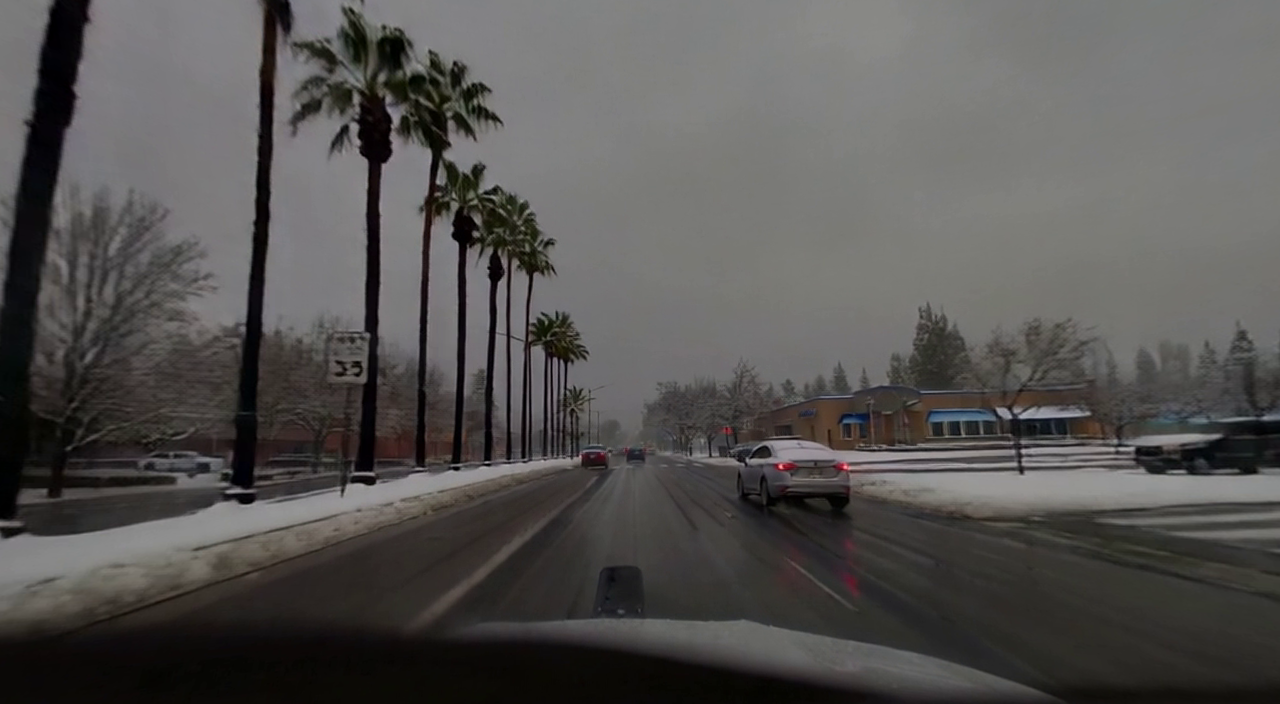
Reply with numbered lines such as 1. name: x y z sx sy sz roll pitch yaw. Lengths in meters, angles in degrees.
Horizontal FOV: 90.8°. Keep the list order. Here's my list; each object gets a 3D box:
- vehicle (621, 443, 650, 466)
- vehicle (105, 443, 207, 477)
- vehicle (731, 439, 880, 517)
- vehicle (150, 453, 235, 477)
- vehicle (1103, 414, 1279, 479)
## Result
1. vehicle: -0.355 7.797 48.065 2.102 1.653 3.698 0 -9 -1
2. vehicle: -31.972 7.132 42.057 2.210 2.068 5.774 0 -9 0
3. vehicle: 3.588 2.811 14.724 2.090 1.503 4.566 0 -9 -2
4. vehicle: -29.134 7.374 41.364 1.958 1.476 4.576 -2 -10 5
5. vehicle: 18.507 3.122 20.706 4.719 1.803 2.339 -2 -12 -4
